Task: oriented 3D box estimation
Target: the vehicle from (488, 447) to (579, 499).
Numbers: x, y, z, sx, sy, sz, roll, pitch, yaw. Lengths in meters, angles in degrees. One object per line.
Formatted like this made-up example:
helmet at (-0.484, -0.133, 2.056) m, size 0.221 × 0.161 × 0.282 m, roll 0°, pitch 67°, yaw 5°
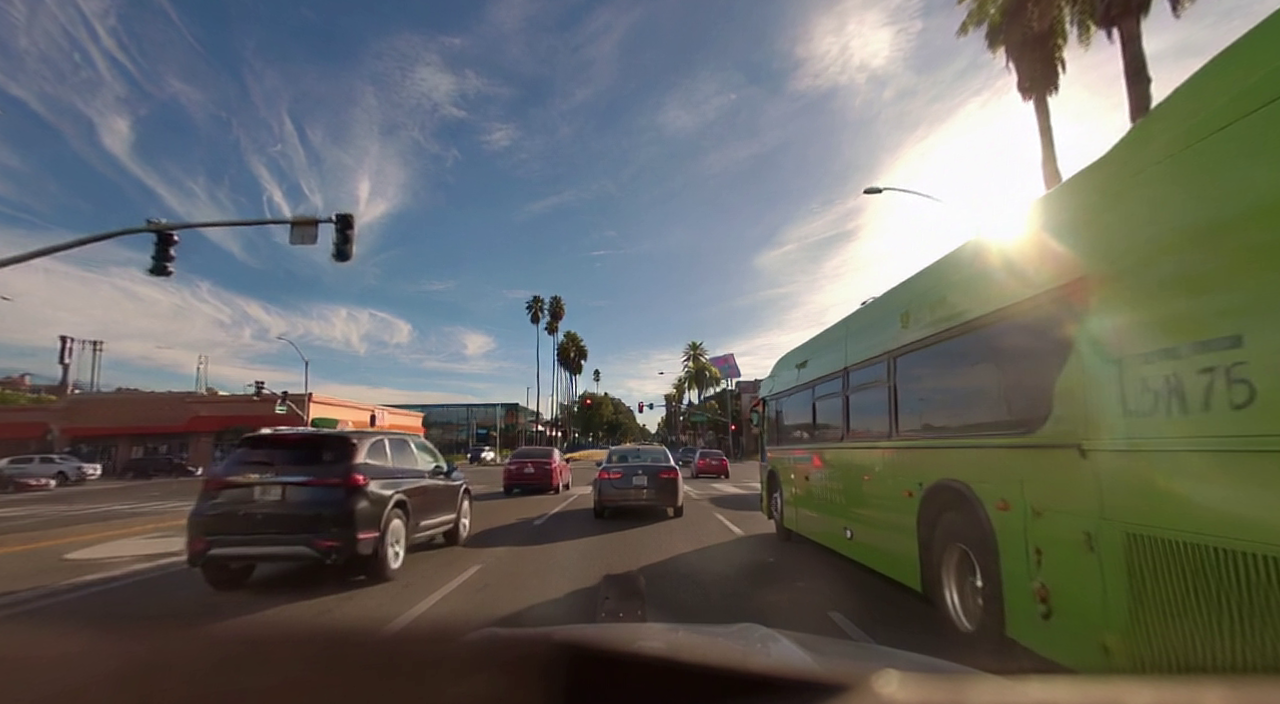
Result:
vehicle at (-3.164, 3.679, 19.661) m, size 1.919 × 1.415 × 4.178 m, roll 0°, pitch -9°, yaw 2°

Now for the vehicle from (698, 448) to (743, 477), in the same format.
vehicle at (4.355, 6.012, 34.725) m, size 1.989 × 1.467 × 4.364 m, roll 0°, pitch -9°, yaw 1°

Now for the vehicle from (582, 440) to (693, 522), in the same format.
vehicle at (-0.034, 2.678, 13.635) m, size 2.060 × 1.499 × 3.831 m, roll 0°, pitch -9°, yaw 0°

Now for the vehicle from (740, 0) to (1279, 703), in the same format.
vehicle at (3.709, 0.308, 6.819) m, size 3.068 × 4.026 × 13.534 m, roll 0°, pitch -9°, yaw 0°

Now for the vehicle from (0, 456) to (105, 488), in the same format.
vehicle at (-36.851, 7.434, 39.343) m, size 4.855 × 1.812 × 2.153 m, roll 1°, pitch -9°, yaw -6°

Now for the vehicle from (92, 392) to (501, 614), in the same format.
vehicle at (-3.408, 1.625, 7.797) m, size 2.145 × 1.824 × 4.974 m, roll 0°, pitch -9°, yaw 1°
